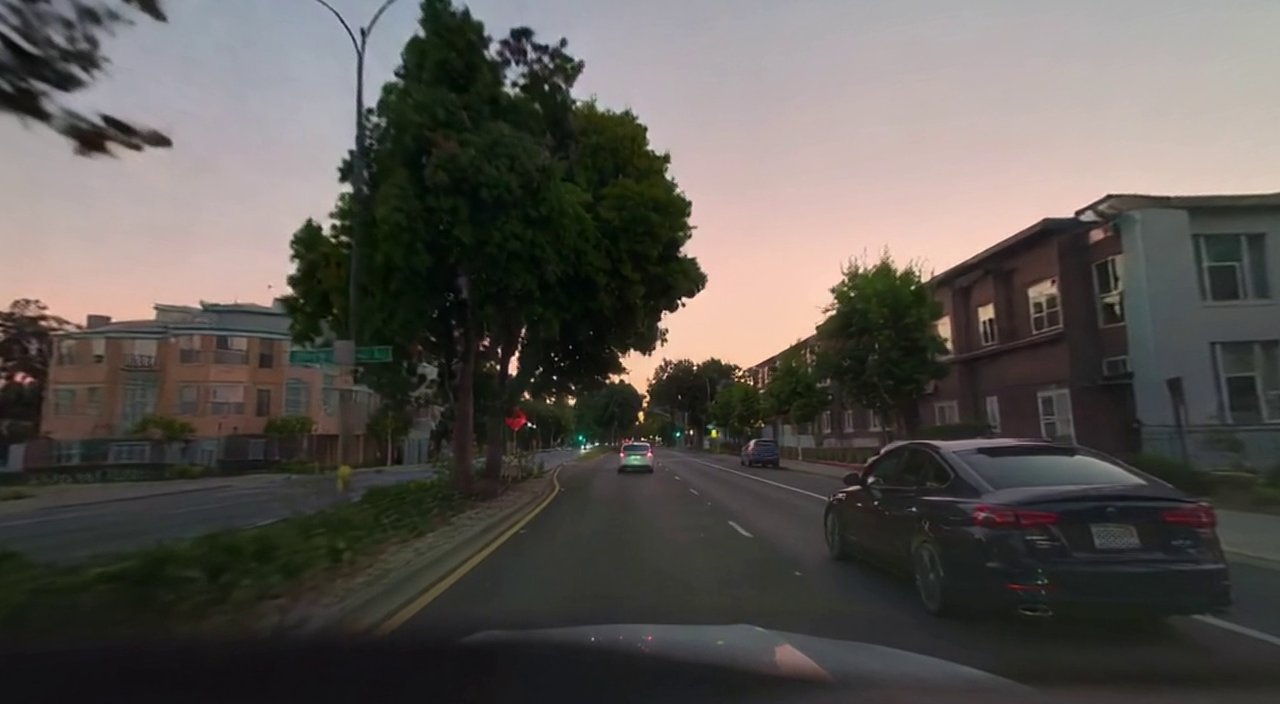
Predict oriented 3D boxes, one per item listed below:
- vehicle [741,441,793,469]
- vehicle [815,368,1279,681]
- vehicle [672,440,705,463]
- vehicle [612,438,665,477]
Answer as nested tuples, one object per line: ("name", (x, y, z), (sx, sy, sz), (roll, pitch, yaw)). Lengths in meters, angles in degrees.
("vehicle", (7.339, 5.972, 36.890), (1.936, 1.516, 4.579), (0, -9, -2))
("vehicle", (3.126, 1.248, 5.586), (1.949, 1.723, 4.020), (0, -9, 0))
("vehicle", (3.360, 7.002, 44.587), (1.910, 1.474, 4.003), (0, -9, -1))
("vehicle", (-0.096, 4.282, 25.822), (2.006, 1.487, 3.535), (0, -9, -1))
